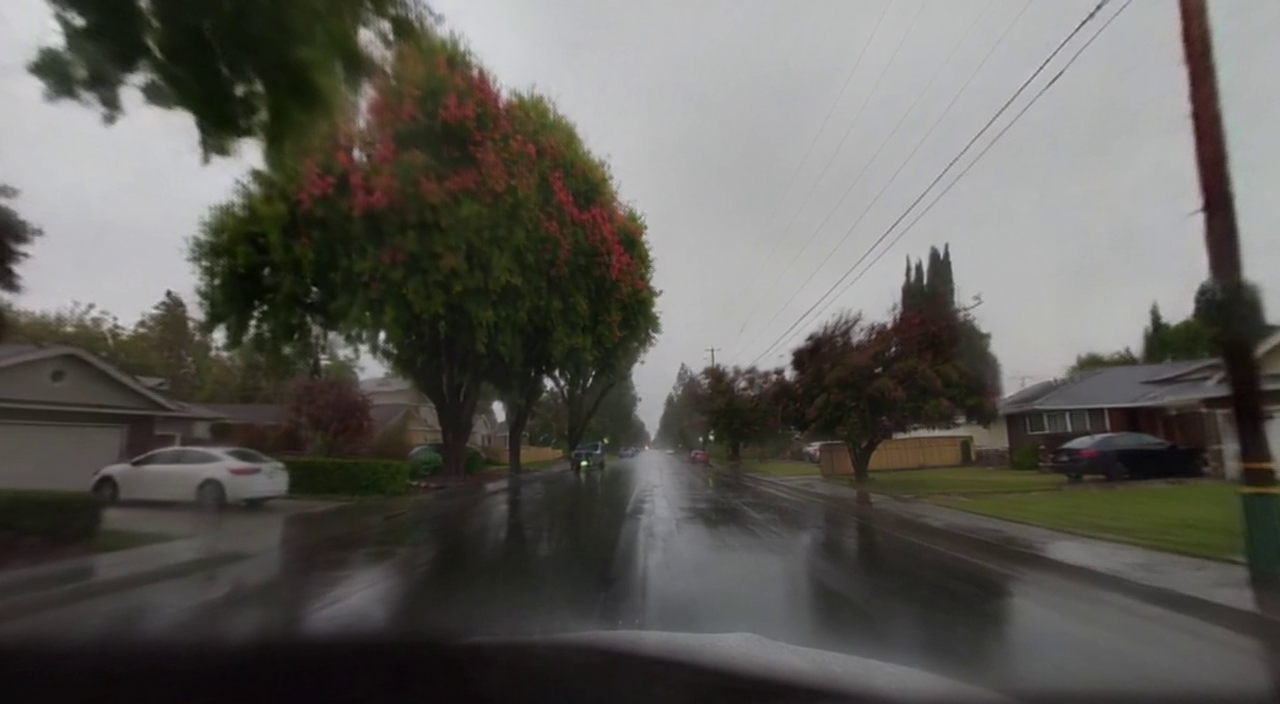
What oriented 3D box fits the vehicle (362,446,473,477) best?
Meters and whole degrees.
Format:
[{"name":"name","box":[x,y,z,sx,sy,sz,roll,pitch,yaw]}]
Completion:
[{"name":"vehicle","box":[-11.445,5.657,32.632,4.977,1.558,2.079,0,-9,2]}]

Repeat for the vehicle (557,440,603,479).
[{"name":"vehicle","box":[-4.133,7.471,44.210,2.482,2.054,5.323,1,-3,3]}]

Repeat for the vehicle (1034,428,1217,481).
[{"name":"vehicle","box":[15.190,3.194,19.782,4.553,1.526,2.000,2,-9,-14]}]

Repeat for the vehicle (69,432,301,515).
[{"name":"vehicle","box":[-11.138,2.990,15.606,4.373,1.747,2.029,-4,-9,8]}]

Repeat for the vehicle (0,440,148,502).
[{"name":"vehicle","box":[-15.961,3.186,17.249,4.473,1.493,1.884,-4,-9,24]}]

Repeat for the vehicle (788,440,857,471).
[{"name":"vehicle","box":[11.045,6.281,38.302,3.647,1.784,1.650,-1,-9,3]}]
